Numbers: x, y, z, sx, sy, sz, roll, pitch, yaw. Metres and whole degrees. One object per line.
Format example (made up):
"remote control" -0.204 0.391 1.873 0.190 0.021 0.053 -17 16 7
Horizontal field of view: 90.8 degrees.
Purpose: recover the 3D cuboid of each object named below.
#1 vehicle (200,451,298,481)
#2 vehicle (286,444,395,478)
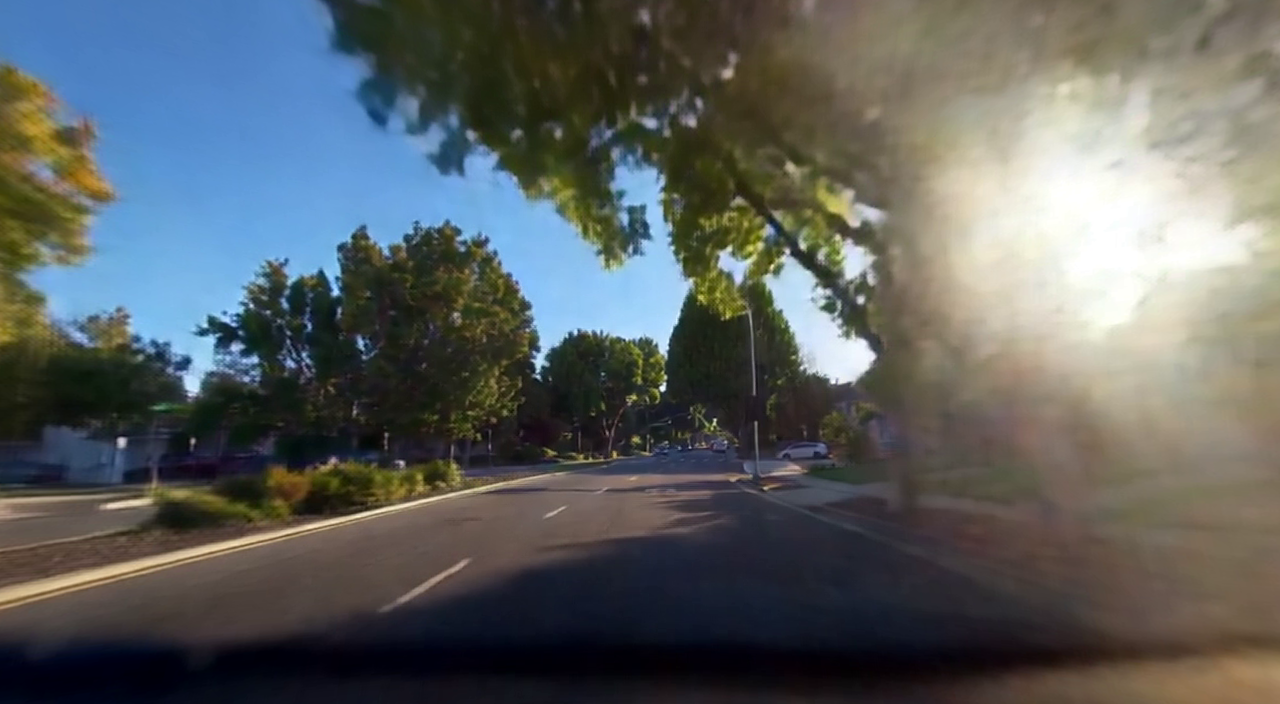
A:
"vehicle" -25.058 7.329 40.668 4.861 1.784 1.947 1 -8 -8
"vehicle" -19.502 7.097 41.459 5.938 2.098 2.333 1 -8 -9
